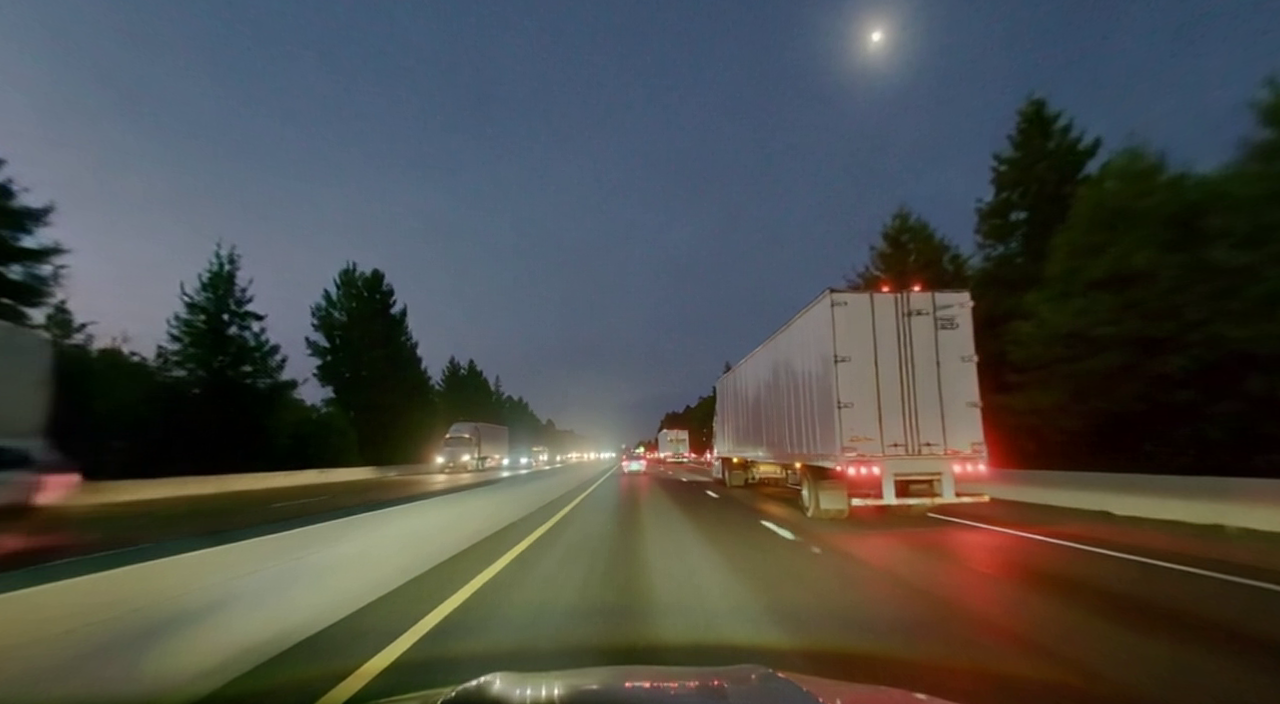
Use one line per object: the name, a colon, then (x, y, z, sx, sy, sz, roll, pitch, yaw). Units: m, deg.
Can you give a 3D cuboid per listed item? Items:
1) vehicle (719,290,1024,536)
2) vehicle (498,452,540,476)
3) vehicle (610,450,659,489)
vehicle: (4.625, 2.032, 17.340, 2.842, 4.060, 13.939, 0, -9, -1)
vehicle: (-8.626, 8.005, 45.365, 2.065, 1.558, 5.029, 0, -9, 0)
vehicle: (-0.226, 4.946, 26.812, 1.939, 1.495, 3.612, 0, -9, -1)
